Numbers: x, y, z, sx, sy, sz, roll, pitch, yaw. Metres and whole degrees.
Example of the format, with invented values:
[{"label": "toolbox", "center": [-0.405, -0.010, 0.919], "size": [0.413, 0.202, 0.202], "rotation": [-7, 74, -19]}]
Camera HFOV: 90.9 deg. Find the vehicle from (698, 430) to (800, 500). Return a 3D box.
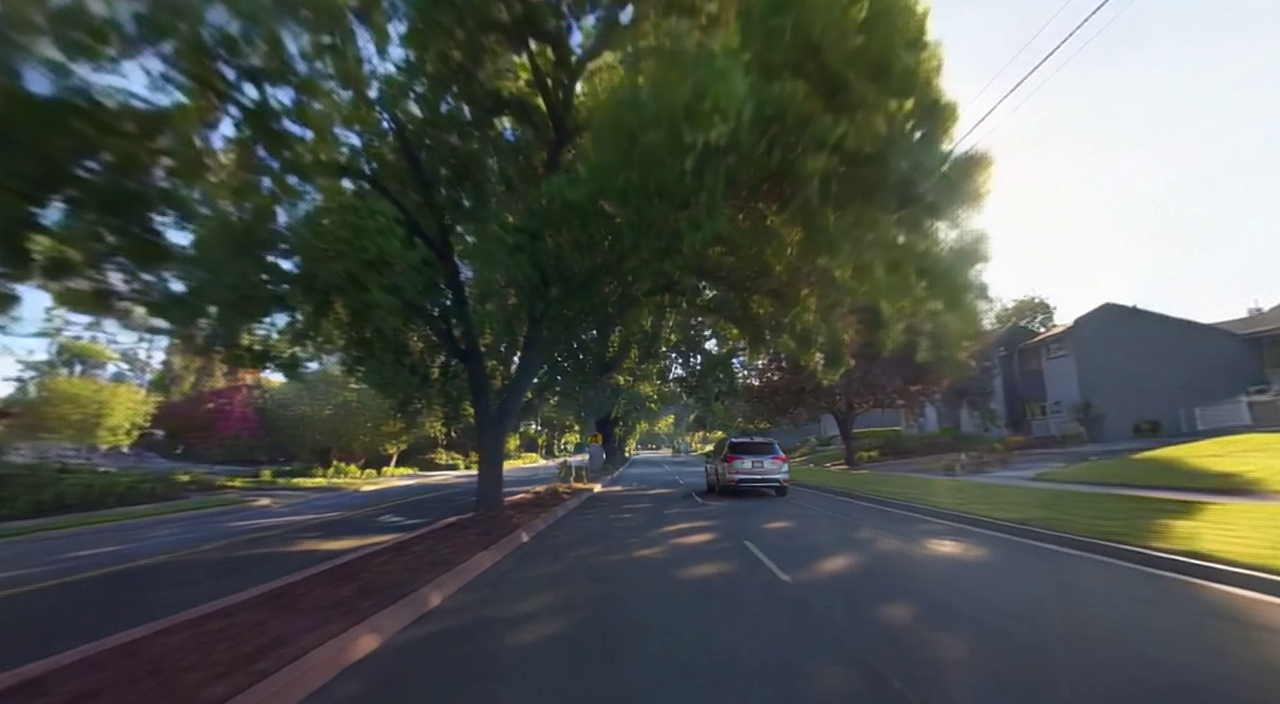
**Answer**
[{"label": "vehicle", "center": [3.023, 3.263, 18.628], "size": [2.180, 1.773, 4.639], "rotation": [0, -8, 0]}]
